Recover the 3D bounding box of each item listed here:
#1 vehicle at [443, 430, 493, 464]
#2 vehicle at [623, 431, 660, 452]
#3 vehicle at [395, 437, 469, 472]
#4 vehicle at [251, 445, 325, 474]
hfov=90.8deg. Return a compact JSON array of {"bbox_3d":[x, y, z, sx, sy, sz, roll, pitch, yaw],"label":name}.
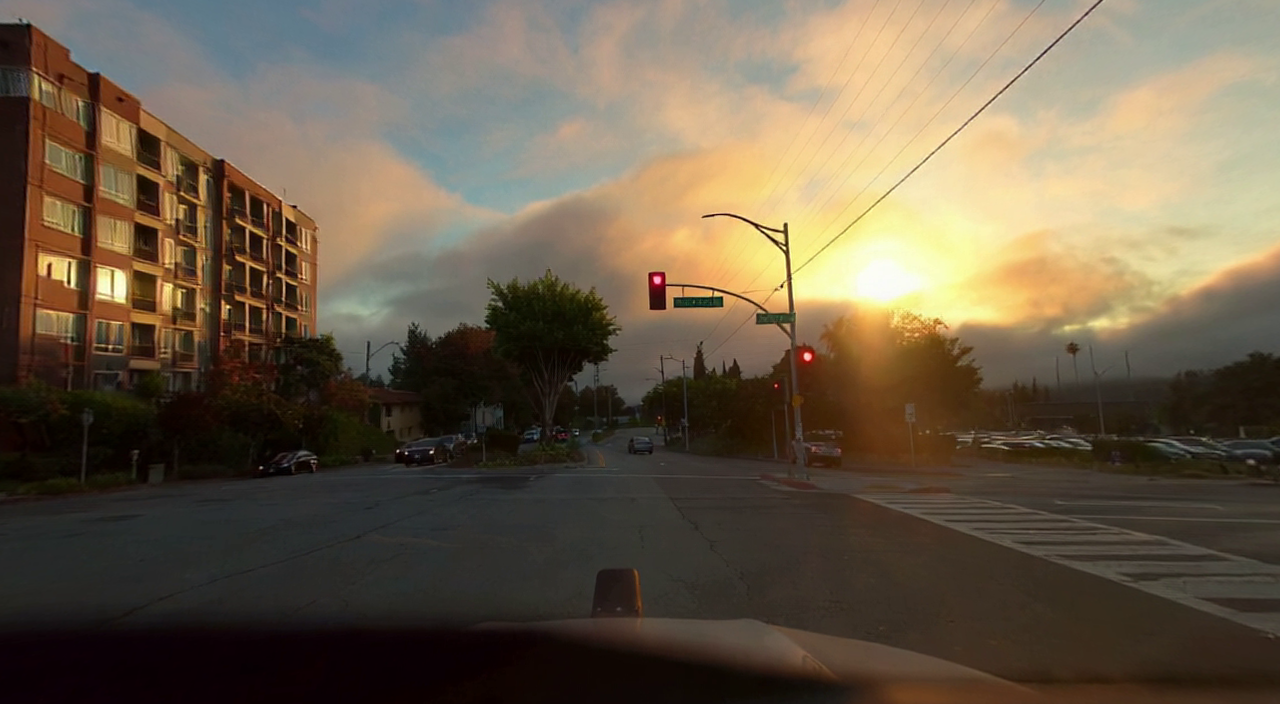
[{"bbox_3d":[-9.777,5.459,36.192,1.910,1.818,4.057,0,-9,-3],"label":"vehicle"},{"bbox_3d":[0.039,6.974,48.989,2.073,1.571,4.790,2,-9,-10],"label":"vehicle"},{"bbox_3d":[-9.688,4.806,29.794,2.116,1.521,4.294,0,-9,-1],"label":"vehicle"},{"bbox_3d":[-21.091,6.463,38.092,1.981,1.628,4.336,0,-9,-1],"label":"vehicle"}]
